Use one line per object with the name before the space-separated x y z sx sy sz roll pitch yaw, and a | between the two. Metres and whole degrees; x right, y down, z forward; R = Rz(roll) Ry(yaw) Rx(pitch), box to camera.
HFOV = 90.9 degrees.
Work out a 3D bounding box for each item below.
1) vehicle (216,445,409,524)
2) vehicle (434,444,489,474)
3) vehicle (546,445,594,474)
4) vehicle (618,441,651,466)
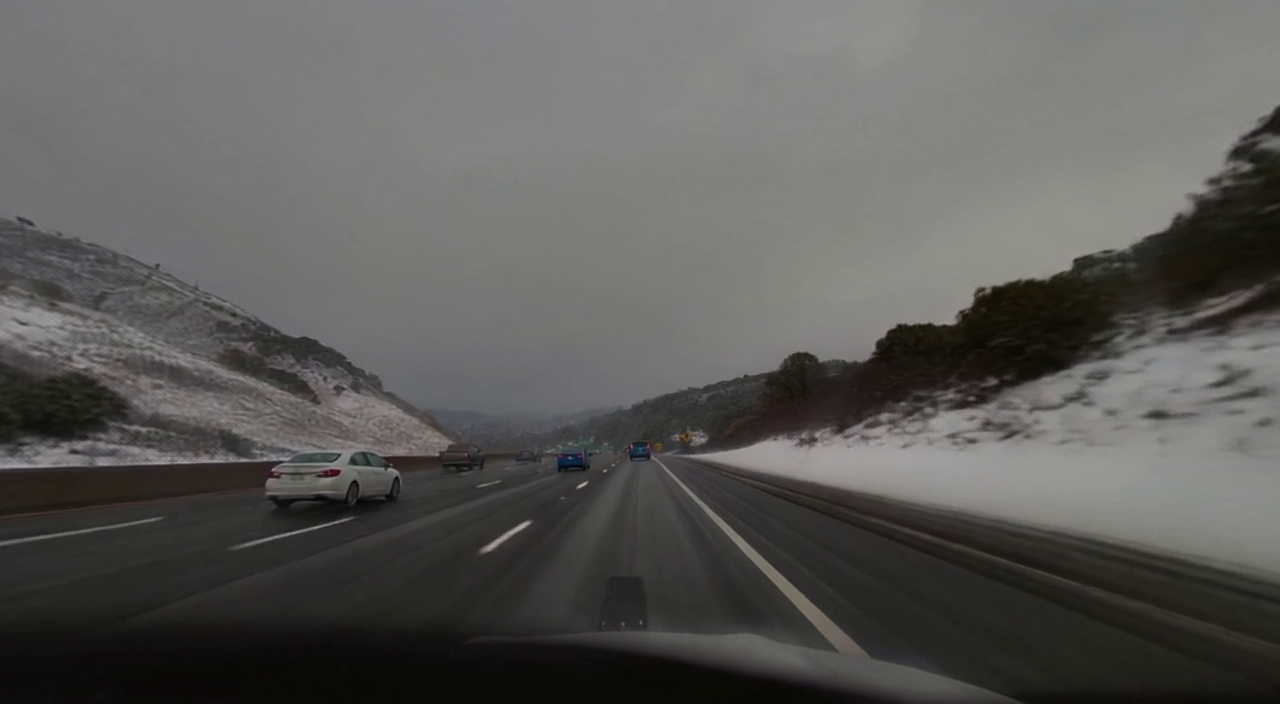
vehicle | -6.955 2.813 14.040 1.991 1.441 4.265 0 -8 0
vehicle | -11.124 6.662 39.625 2.025 1.750 4.505 0 -8 1
vehicle | -3.860 5.987 35.413 2.144 1.505 4.649 0 -8 0
vehicle | -0.378 7.148 44.537 2.225 1.674 4.044 0 -8 -1
